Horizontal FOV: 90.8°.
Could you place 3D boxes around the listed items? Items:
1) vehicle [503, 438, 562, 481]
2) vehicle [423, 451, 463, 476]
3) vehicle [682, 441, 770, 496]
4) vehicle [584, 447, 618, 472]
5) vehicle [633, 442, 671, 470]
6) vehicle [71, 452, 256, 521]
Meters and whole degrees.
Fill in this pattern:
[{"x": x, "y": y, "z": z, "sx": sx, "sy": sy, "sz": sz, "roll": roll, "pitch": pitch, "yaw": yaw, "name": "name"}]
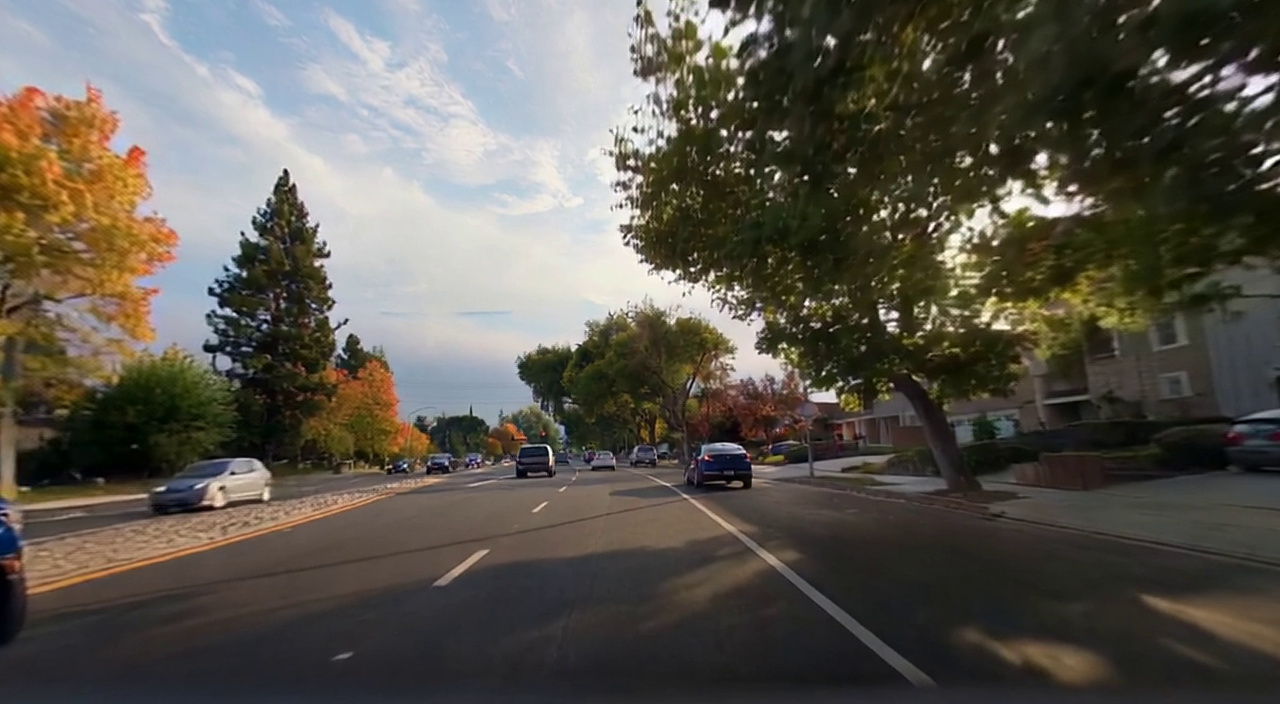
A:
[{"x": -4.922, "y": 4.959, "z": 29.518, "sx": 2.218, "sy": 1.829, "sz": 4.492, "roll": 1, "pitch": -8, "yaw": -4, "name": "vehicle"}, {"x": -14.830, "y": 8.375, "z": 47.703, "sx": 2.017, "sy": 1.691, "sz": 4.351, "roll": 1, "pitch": -8, "yaw": -6, "name": "vehicle"}, {"x": 2.492, "y": 3.488, "z": 19.388, "sx": 1.884, "sy": 1.463, "sz": 4.195, "roll": 1, "pitch": -8, "yaw": -4, "name": "vehicle"}, {"x": -2.531, "y": 6.809, "z": 40.237, "sx": 2.030, "sy": 1.477, "sz": 4.330, "roll": 1, "pitch": -8, "yaw": -6, "name": "vehicle"}, {"x": 0.756, "y": 7.147, "z": 43.688, "sx": 2.099, "sy": 1.845, "sz": 4.363, "roll": 1, "pitch": -8, "yaw": -6, "name": "vehicle"}, {"x": -12.889, "y": 3.613, "z": 17.512, "sx": 1.867, "sy": 1.609, "sz": 4.175, "roll": 0, "pitch": -8, "yaw": -1, "name": "vehicle"}]
